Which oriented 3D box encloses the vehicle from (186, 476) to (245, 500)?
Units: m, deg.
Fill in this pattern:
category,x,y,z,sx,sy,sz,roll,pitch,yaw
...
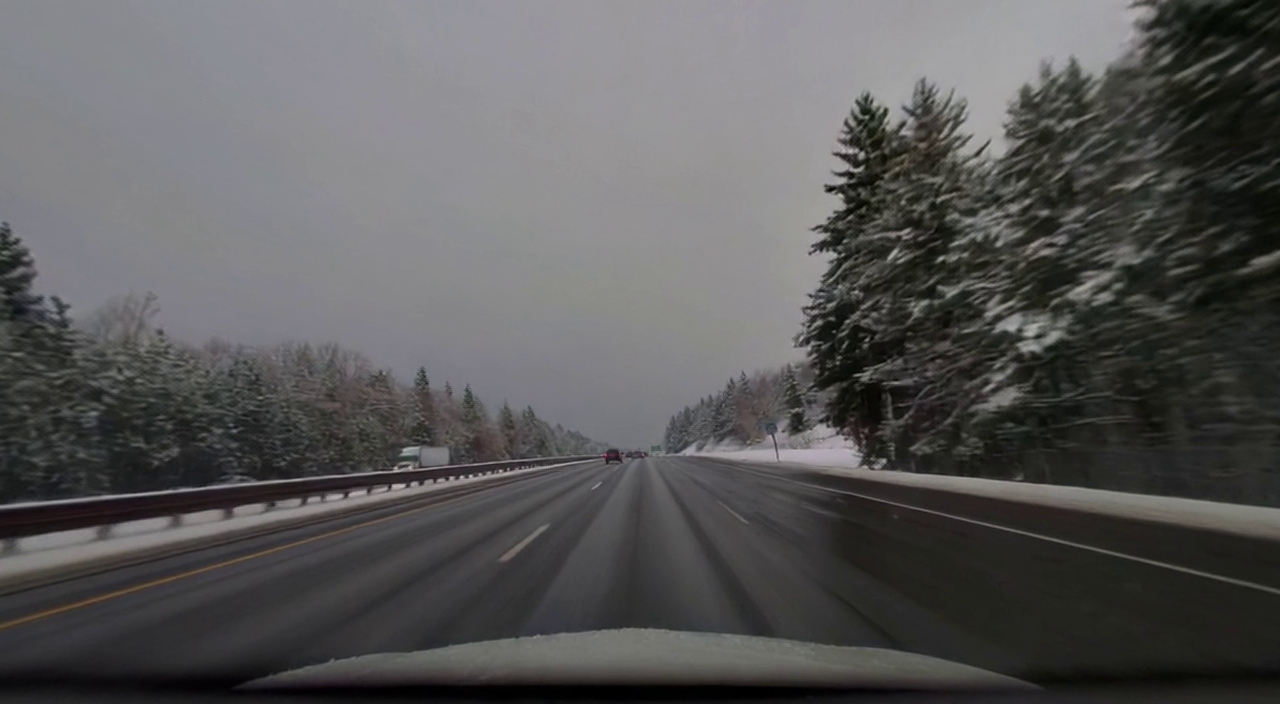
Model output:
category,x,y,z,sx,sy,sz,roll,pitch,yaw
vehicle,-28.163,9.003,41.910,1.480,1.344,3.328,0,-8,2
